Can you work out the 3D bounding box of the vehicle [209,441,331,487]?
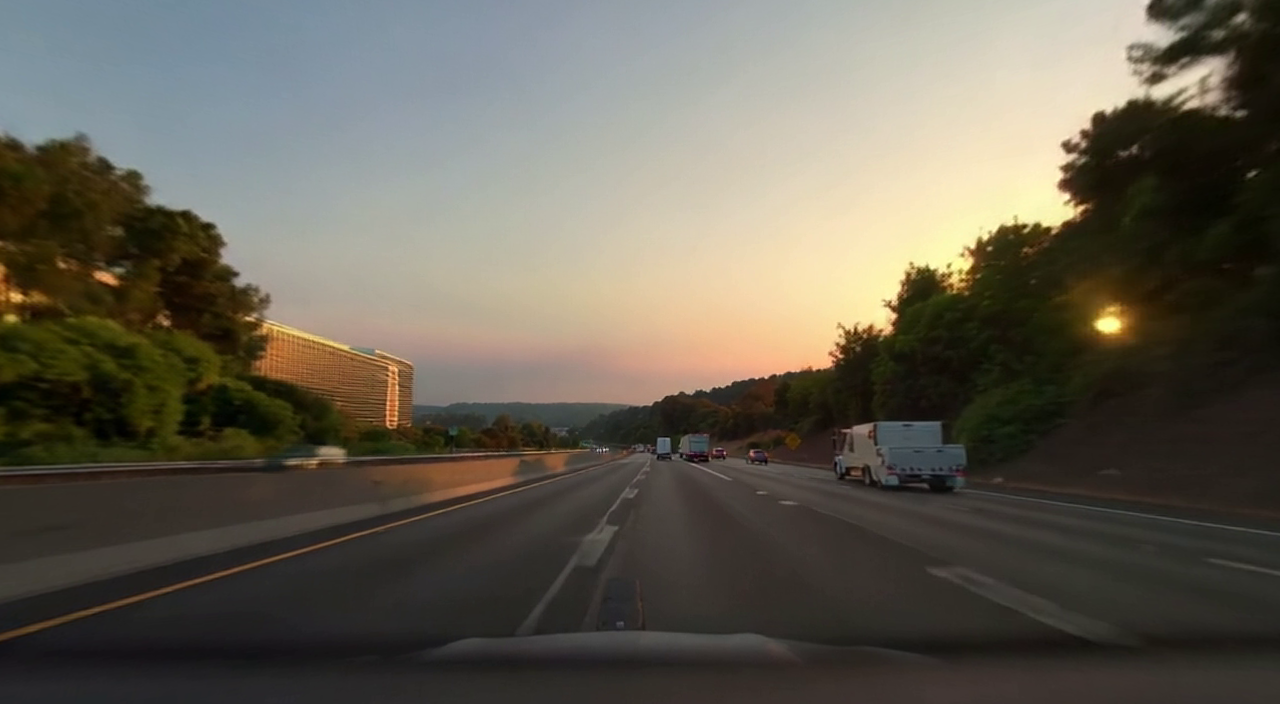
[{"bbox_3d":[-13.636,4.139,23.577,1.920,1.565,4.200,0,-9,1],"label":"vehicle"}]
